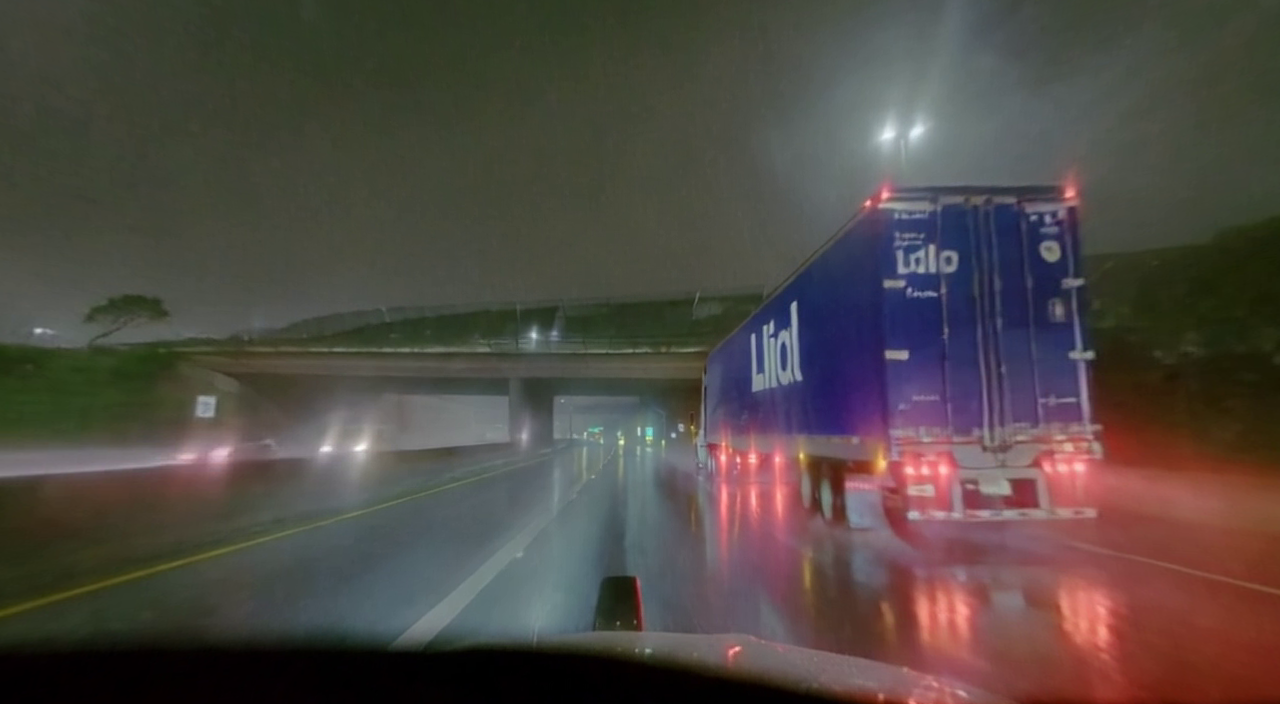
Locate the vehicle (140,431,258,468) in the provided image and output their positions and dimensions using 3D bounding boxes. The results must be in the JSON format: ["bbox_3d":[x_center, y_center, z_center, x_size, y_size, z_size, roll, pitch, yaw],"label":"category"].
[{"bbox_3d":[-19.254,4.259,27.746,1.891,1.495,4.650,0,-8,-1],"label":"vehicle"}]

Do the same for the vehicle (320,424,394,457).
[{"bbox_3d":[-15.457,4.863,34.597,1.915,1.657,4.532,0,-8,1],"label":"vehicle"}]

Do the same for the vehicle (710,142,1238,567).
[{"bbox_3d":[3.987,0.912,13.457,3.034,4.194,14.704,0,-8,-1],"label":"vehicle"}]
